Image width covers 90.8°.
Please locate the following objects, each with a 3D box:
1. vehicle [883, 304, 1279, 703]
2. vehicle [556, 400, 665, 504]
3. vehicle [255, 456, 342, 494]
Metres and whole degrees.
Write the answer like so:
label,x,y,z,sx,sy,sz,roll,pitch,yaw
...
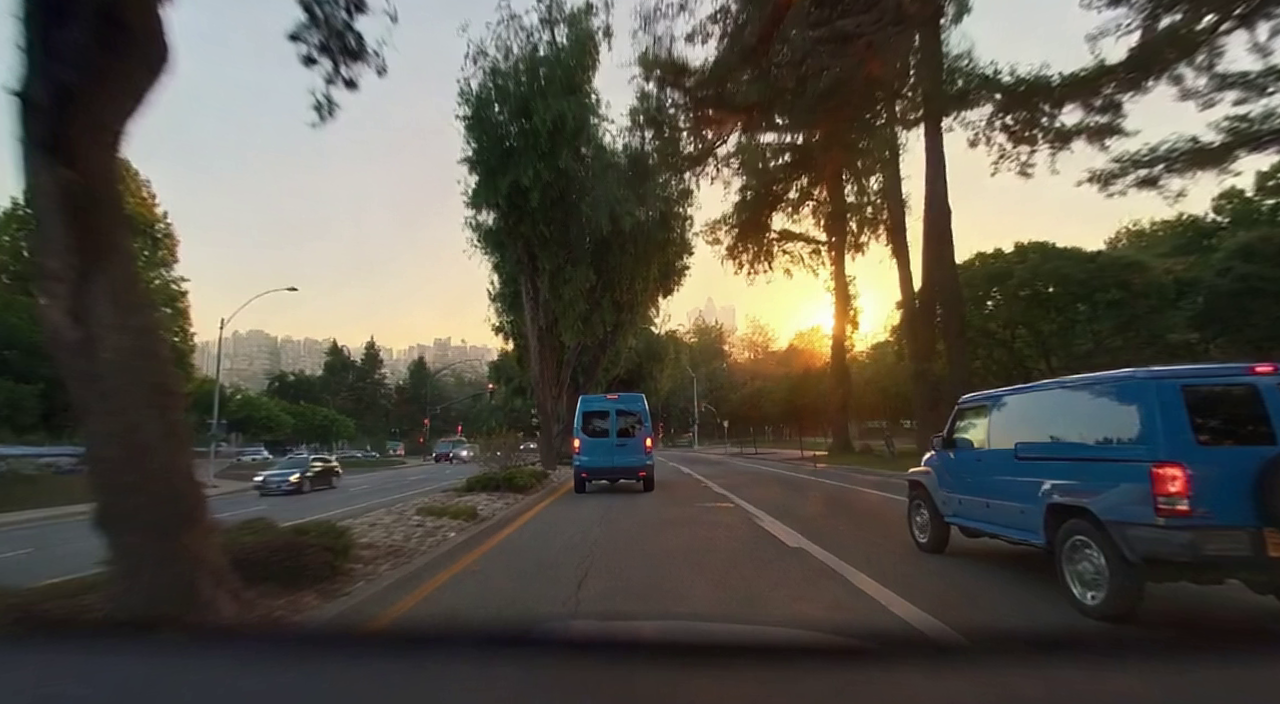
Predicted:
label,x,y,z,sx,sy,sz,roll,pitch,yaw
vehicle,3.683,0.987,4.895,1.988,1.873,3.968,0,-9,0
vehicle,-0.585,2.308,14.730,2.145,2.046,4.309,0,-8,0
vehicle,-14.484,5.192,27.014,1.702,1.413,3.774,0,-8,-2
